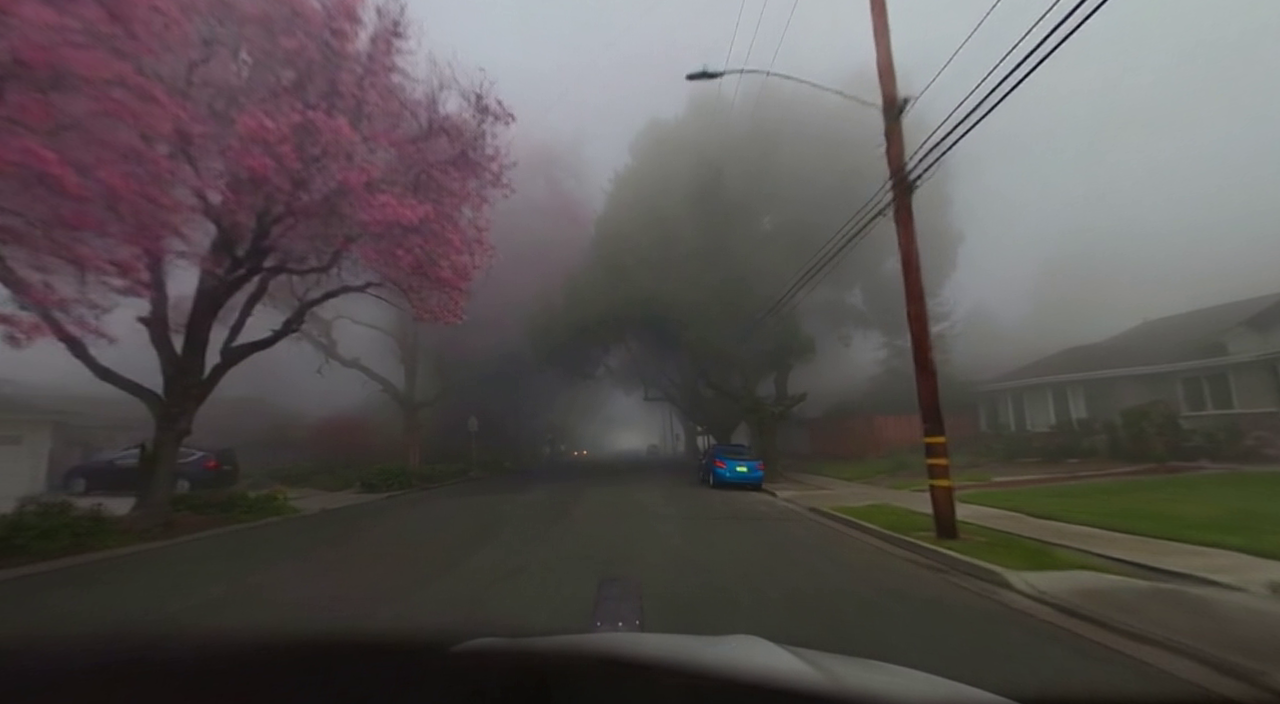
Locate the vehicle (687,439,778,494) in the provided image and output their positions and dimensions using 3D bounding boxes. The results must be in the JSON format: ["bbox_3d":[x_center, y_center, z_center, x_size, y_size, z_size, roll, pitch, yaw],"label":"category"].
[{"bbox_3d":[2.670,3.413,19.291,2.022,1.455,4.406,0,-8,-1],"label":"vehicle"}]

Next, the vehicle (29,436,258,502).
[{"bbox_3d":[-16.635,3.897,21.473,5.902,1.796,2.183,-3,-7,-3],"label":"vehicle"}]
